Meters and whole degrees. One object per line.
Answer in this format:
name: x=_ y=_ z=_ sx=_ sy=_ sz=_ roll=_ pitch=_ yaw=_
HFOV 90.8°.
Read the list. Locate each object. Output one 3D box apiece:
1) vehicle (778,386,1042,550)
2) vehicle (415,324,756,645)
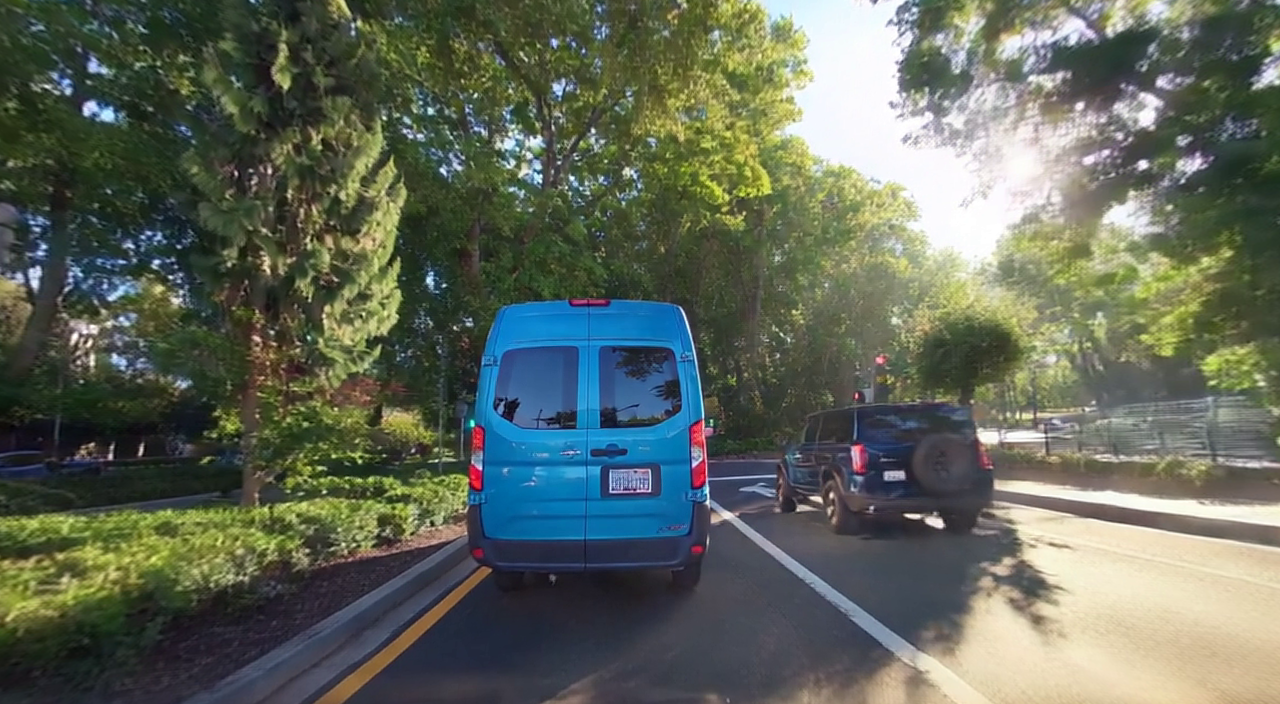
vehicle: x=3.551 y=1.625 z=9.315 sx=1.988 sy=1.873 sz=3.968 roll=0 pitch=-9 yaw=-2
vehicle: x=-0.305 y=1.144 z=6.252 sx=2.145 sy=2.046 sz=4.309 roll=0 pitch=-9 yaw=1
